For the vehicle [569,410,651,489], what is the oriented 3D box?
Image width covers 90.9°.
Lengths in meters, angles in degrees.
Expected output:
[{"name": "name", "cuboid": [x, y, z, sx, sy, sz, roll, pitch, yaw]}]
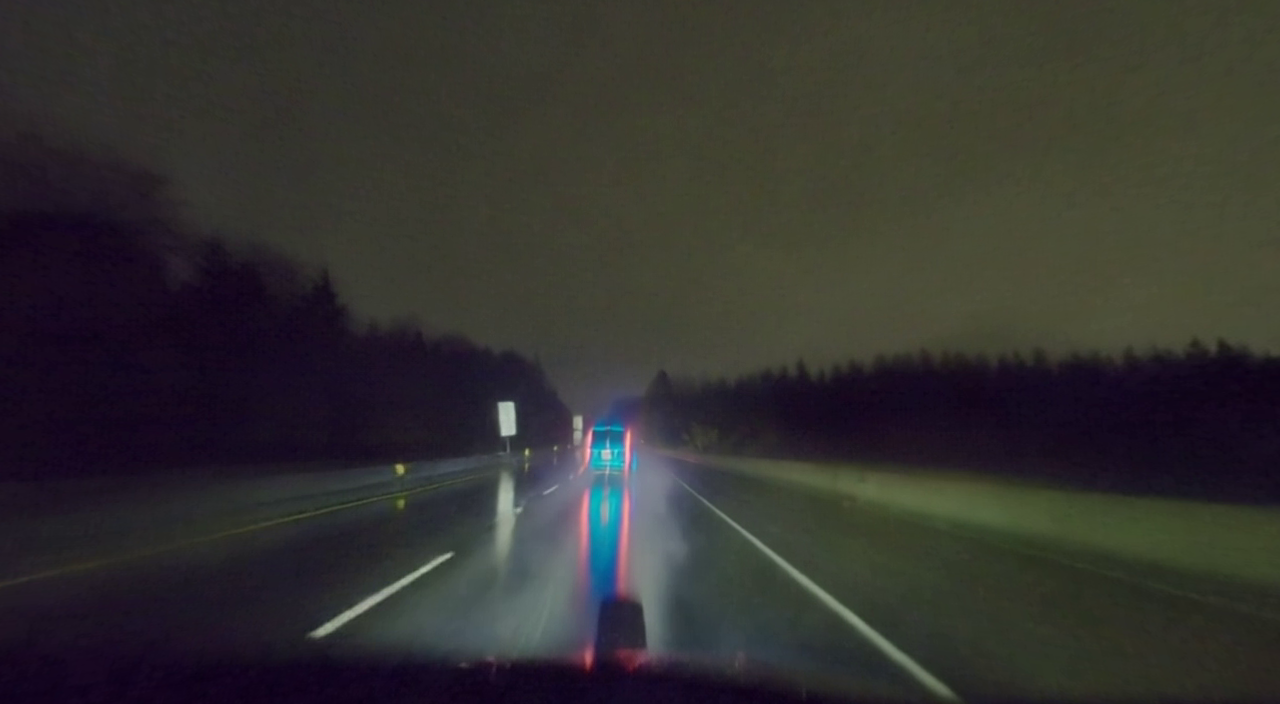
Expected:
[{"name": "vehicle", "cuboid": [-0.885, 3.039, 19.870, 2.248, 2.154, 4.892, 0, -8, -1]}]
